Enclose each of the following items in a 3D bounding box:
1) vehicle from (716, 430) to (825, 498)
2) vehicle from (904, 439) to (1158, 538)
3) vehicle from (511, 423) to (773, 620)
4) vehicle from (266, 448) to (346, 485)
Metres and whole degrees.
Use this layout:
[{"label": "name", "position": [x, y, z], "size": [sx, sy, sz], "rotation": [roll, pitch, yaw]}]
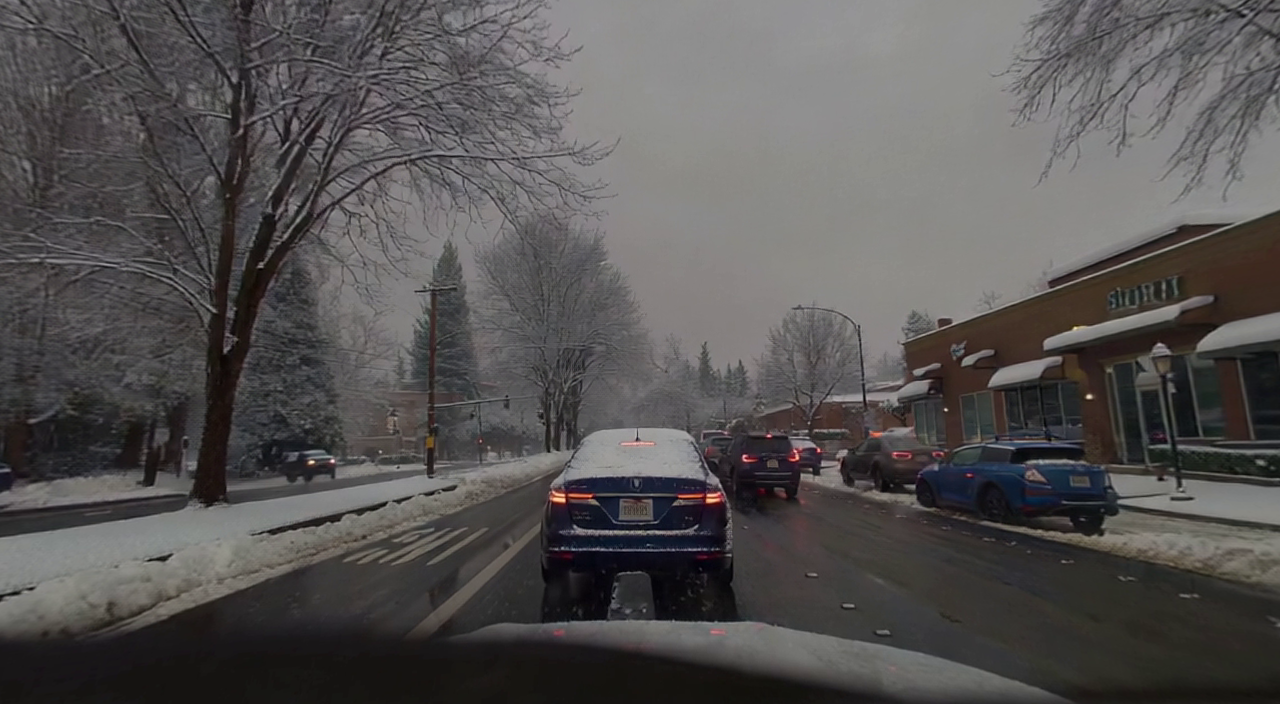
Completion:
[{"label": "vehicle", "position": [3.626, 3.201, 18.454], "size": [2.114, 1.736, 4.553], "rotation": [0, -8, -1]}, {"label": "vehicle", "position": [6.848, 2.394, 11.785], "size": [1.911, 1.468, 4.417], "rotation": [0, -8, 0]}, {"label": "vehicle", "position": [-0.013, 1.604, 7.017], "size": [1.977, 1.465, 4.376], "rotation": [0, -8, -1]}, {"label": "vehicle", "position": [-17.677, 5.988, 33.281], "size": [4.428, 1.743, 2.163], "rotation": [-7, -11, 40]}]
